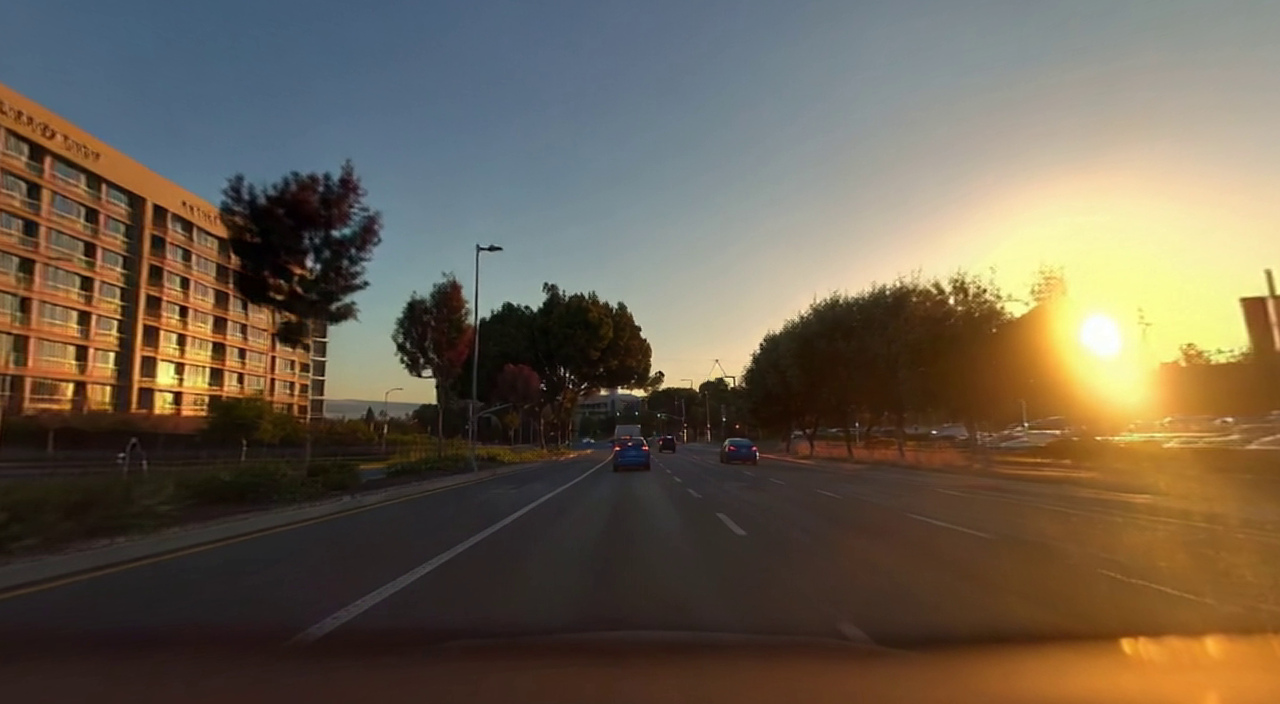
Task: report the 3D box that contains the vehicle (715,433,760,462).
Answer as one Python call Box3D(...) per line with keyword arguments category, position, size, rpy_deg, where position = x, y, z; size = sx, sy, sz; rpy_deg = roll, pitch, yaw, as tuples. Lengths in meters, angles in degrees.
Box3D(category="vehicle", position=(6.541, 6.490, 42.811), size=(2.136, 1.799, 4.796), rpy_deg=(1, -9, -2))

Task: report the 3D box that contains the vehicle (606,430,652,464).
Box3D(category="vehicle", position=(-0.653, 5.925, 39.232), size=(2.682, 1.908, 5.706), rpy_deg=(0, -9, 0))

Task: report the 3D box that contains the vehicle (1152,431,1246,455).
Box3D(category="vehicle", position=(43.740, 7.155, 49.377), size=(1.967, 1.788, 5.041), rpy_deg=(5, -10, -30))
